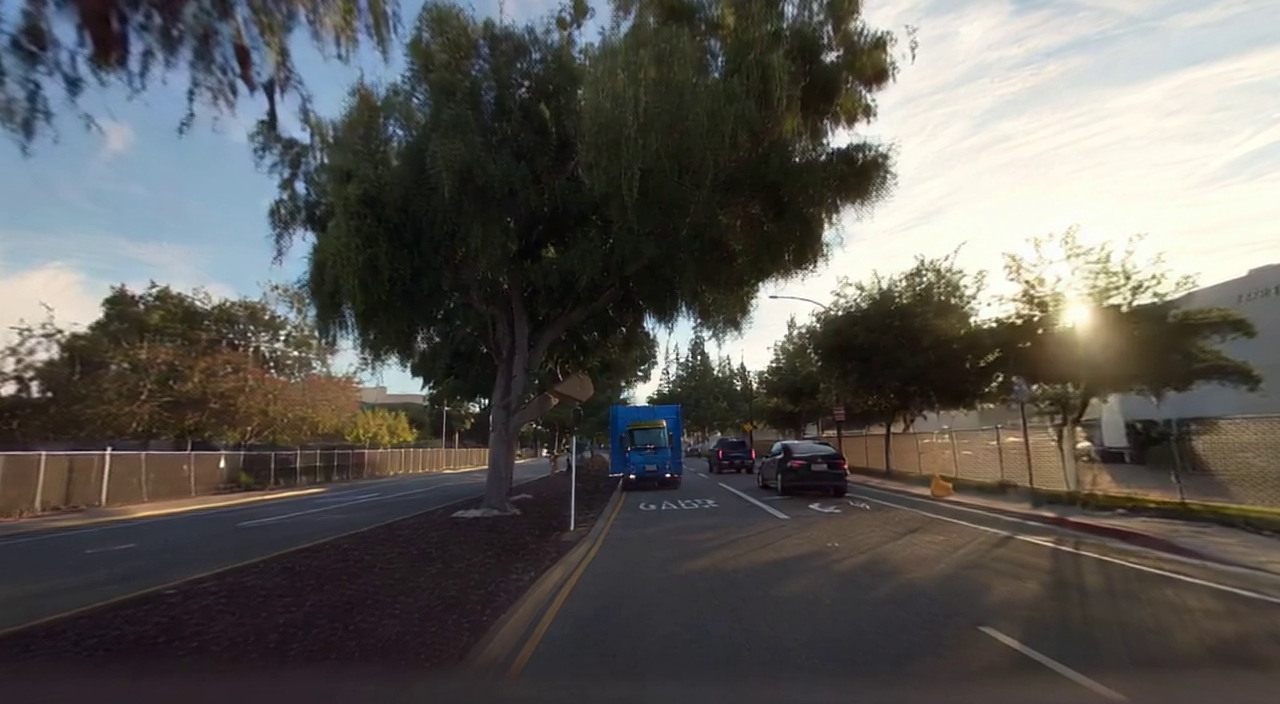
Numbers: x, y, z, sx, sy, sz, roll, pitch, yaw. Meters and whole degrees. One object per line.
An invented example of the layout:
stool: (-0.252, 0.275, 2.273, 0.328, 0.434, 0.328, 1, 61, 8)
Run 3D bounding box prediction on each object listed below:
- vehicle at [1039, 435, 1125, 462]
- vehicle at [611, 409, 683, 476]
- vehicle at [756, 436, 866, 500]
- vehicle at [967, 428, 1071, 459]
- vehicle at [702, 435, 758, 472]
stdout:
vehicle: (22.889, 5.011, 32.680, 3.251, 1.321, 1.555, 0, -8, -1)
vehicle: (0.474, 4.579, 31.809, 3.197, 2.963, 7.055, 0, -8, 2)
vehicle: (4.768, 3.286, 18.299, 2.001, 1.621, 4.208, 0, -8, 0)
vehicle: (23.029, 5.610, 38.450, 4.995, 1.543, 1.899, -4, -8, 1)
vehicle: (4.862, 5.616, 34.994, 2.375, 1.857, 5.100, 0, -8, 0)
